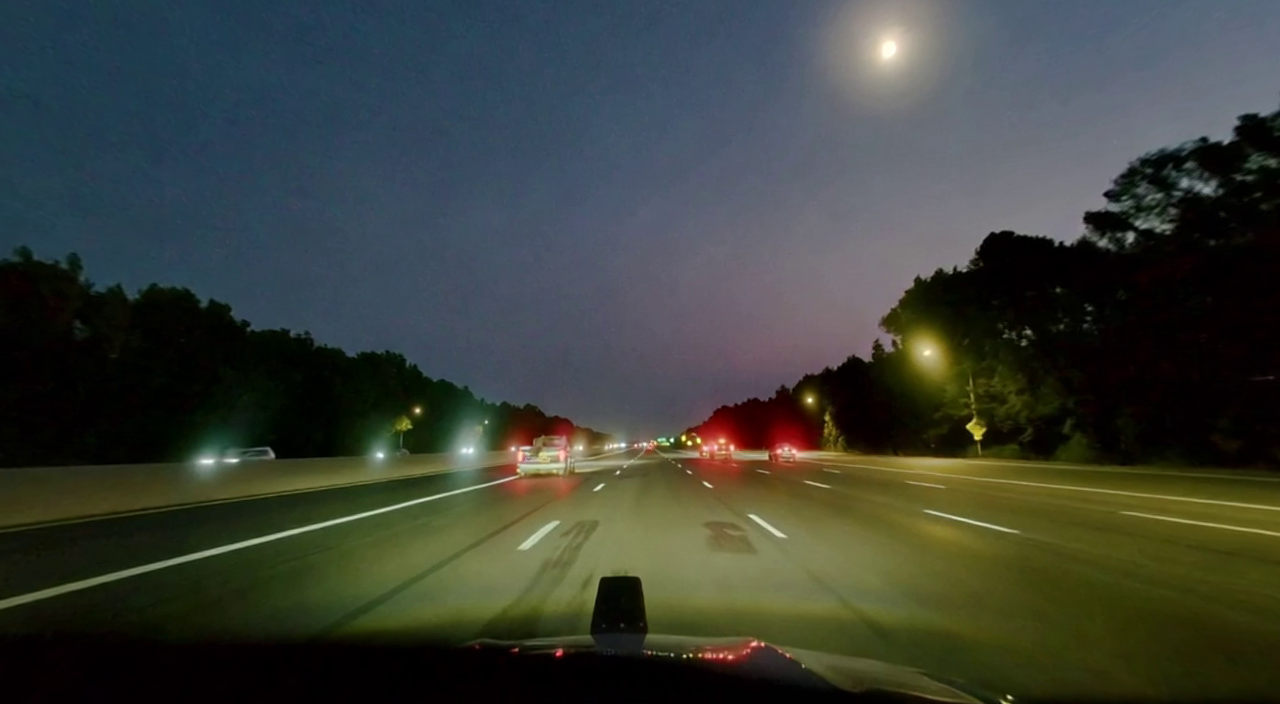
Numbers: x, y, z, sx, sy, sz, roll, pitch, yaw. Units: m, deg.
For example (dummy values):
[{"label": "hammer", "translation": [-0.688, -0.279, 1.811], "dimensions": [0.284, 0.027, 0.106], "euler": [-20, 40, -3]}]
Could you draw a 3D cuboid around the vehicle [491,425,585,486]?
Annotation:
[{"label": "vehicle", "translation": [-3.567, 3.771, 23.275], "dimensions": [2.453, 1.952, 5.320], "euler": [0, -8, 2]}]

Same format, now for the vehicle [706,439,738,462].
[{"label": "vehicle", "translation": [6.427, 7.747, 49.642], "dimensions": [2.063, 1.706, 4.259], "euler": [0, -8, 1]}]

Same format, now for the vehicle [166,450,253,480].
[{"label": "vehicle", "translation": [-24.962, 6.552, 36.775], "dimensions": [1.864, 1.600, 4.467], "euler": [0, -8, 1]}]

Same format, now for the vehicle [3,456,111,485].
[{"label": "vehicle", "translation": [-34.556, 7.011, 37.560], "dimensions": [1.896, 1.474, 4.657], "euler": [0, -8, 2]}]
